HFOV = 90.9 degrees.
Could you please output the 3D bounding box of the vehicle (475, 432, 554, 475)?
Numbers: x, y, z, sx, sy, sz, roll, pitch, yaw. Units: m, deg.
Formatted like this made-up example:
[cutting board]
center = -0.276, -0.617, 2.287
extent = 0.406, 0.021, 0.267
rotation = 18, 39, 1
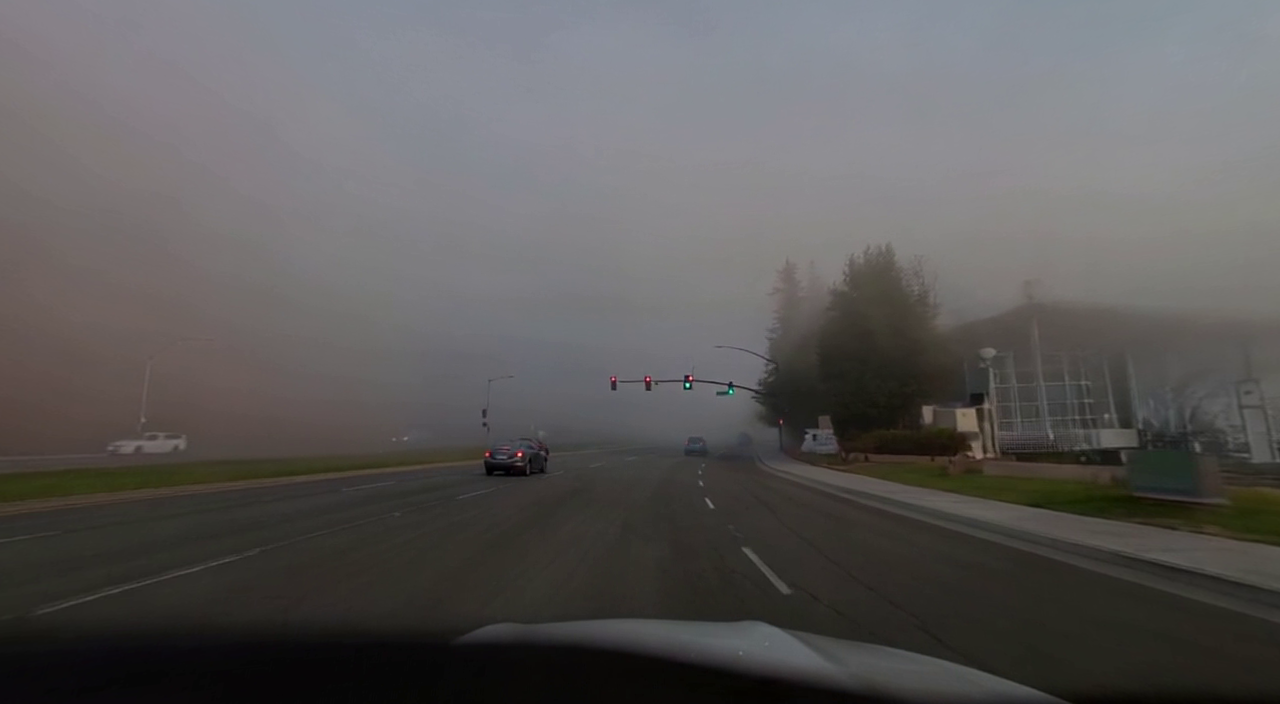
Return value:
[vehicle]
center = -5.370, 4.429, 27.680
extent = 2.181, 1.728, 4.515
rotation = -1, -8, 5
